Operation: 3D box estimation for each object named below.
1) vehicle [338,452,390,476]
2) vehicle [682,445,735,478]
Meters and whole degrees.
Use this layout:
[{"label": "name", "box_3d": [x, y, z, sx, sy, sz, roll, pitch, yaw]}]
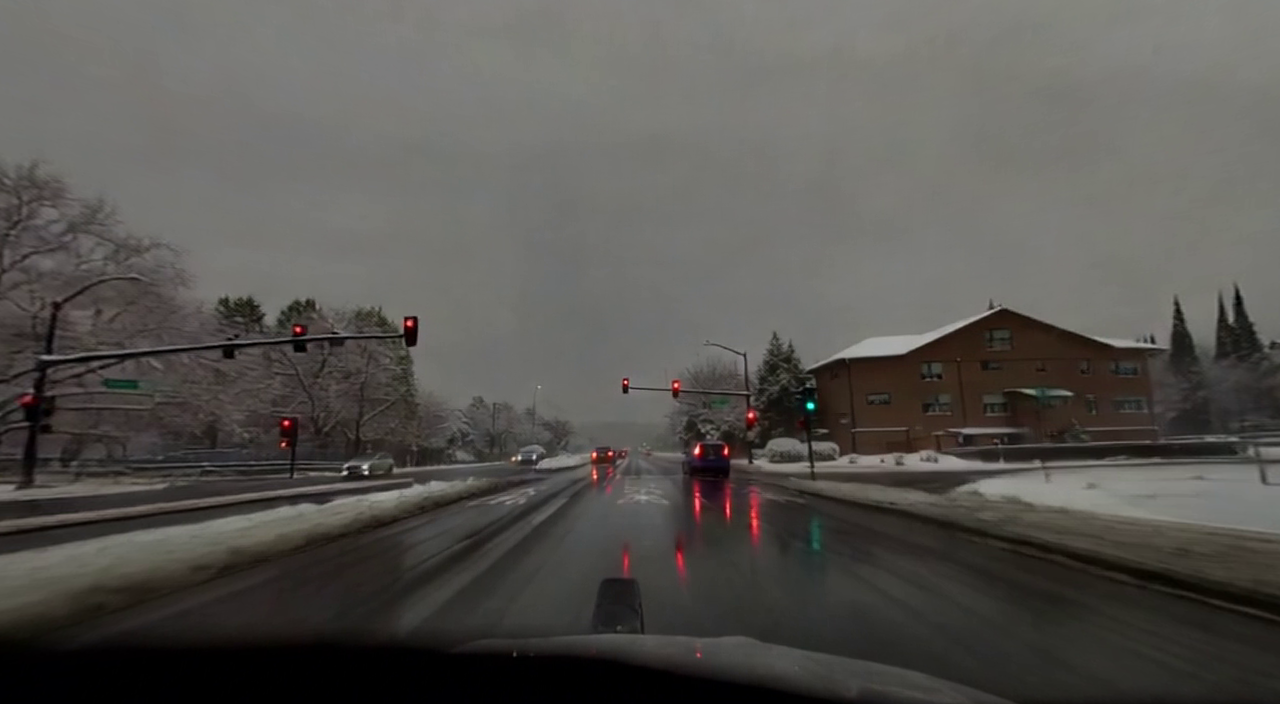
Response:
[{"label": "vehicle", "box_3d": [-21.167, 8.546, 48.629, 1.913, 1.700, 4.359, 0, -8, 1]}, {"label": "vehicle", "box_3d": [3.297, 5.374, 31.393, 2.068, 1.497, 4.247, 0, -8, -1]}]
